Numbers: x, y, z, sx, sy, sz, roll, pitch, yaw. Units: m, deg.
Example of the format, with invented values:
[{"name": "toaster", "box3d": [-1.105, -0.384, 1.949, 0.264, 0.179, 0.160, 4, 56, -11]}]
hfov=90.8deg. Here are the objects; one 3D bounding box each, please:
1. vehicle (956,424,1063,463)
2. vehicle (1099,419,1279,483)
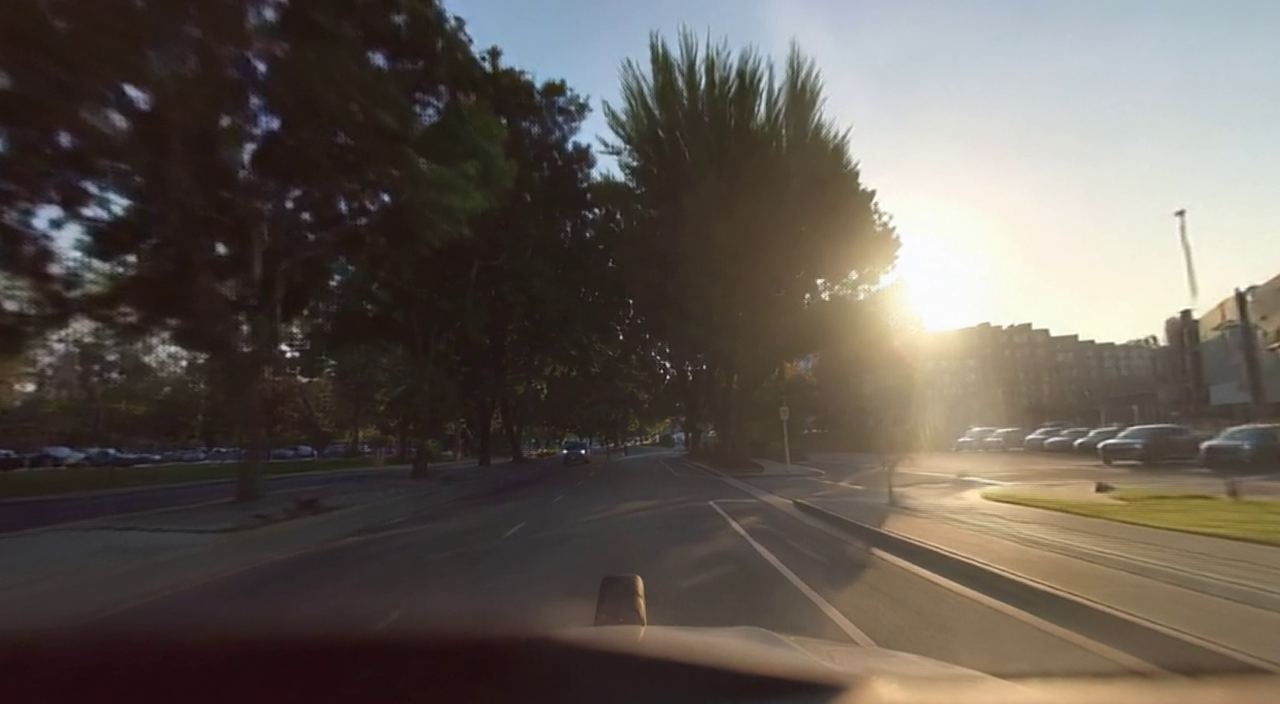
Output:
[{"name": "vehicle", "box3d": [20.860, 5.183, 35.831, 4.593, 1.776, 2.094, -4, -8, 0]}, {"name": "vehicle", "box3d": [15.270, 2.657, 17.045, 4.134, 1.580, 1.952, -2, -8, 14]}]
